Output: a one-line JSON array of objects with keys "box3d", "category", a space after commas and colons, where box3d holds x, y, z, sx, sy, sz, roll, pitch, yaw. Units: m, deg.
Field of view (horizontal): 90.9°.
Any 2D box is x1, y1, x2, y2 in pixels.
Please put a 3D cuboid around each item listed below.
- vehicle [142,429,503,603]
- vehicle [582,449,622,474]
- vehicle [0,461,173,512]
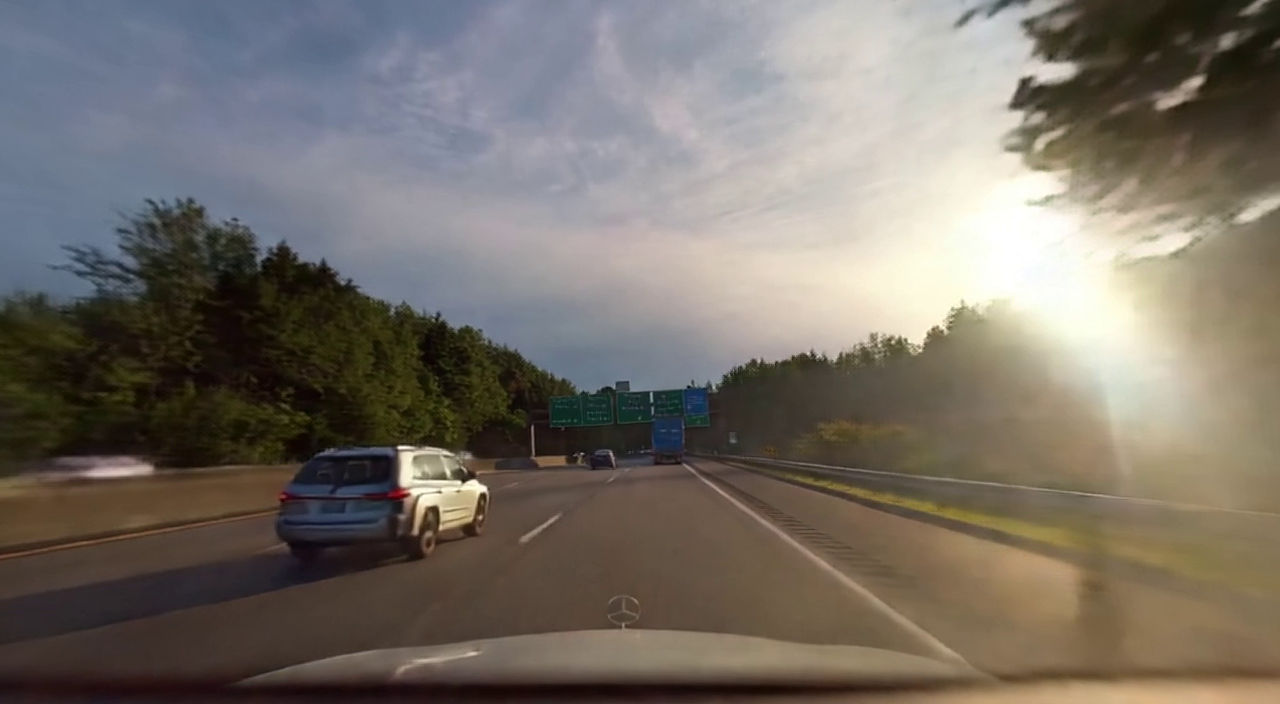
[{"box3d": [-3.359, 1.835, 8.005, 2.039, 1.532, 4.610, -1, -9, 2], "category": "vehicle"}, {"box3d": [-2.296, 6.795, 39.177, 2.045, 1.430, 3.951, -1, -9, 3], "category": "vehicle"}, {"box3d": [-18.544, 4.482, 21.422, 1.767, 1.469, 4.515, 0, -9, 2], "category": "vehicle"}]
